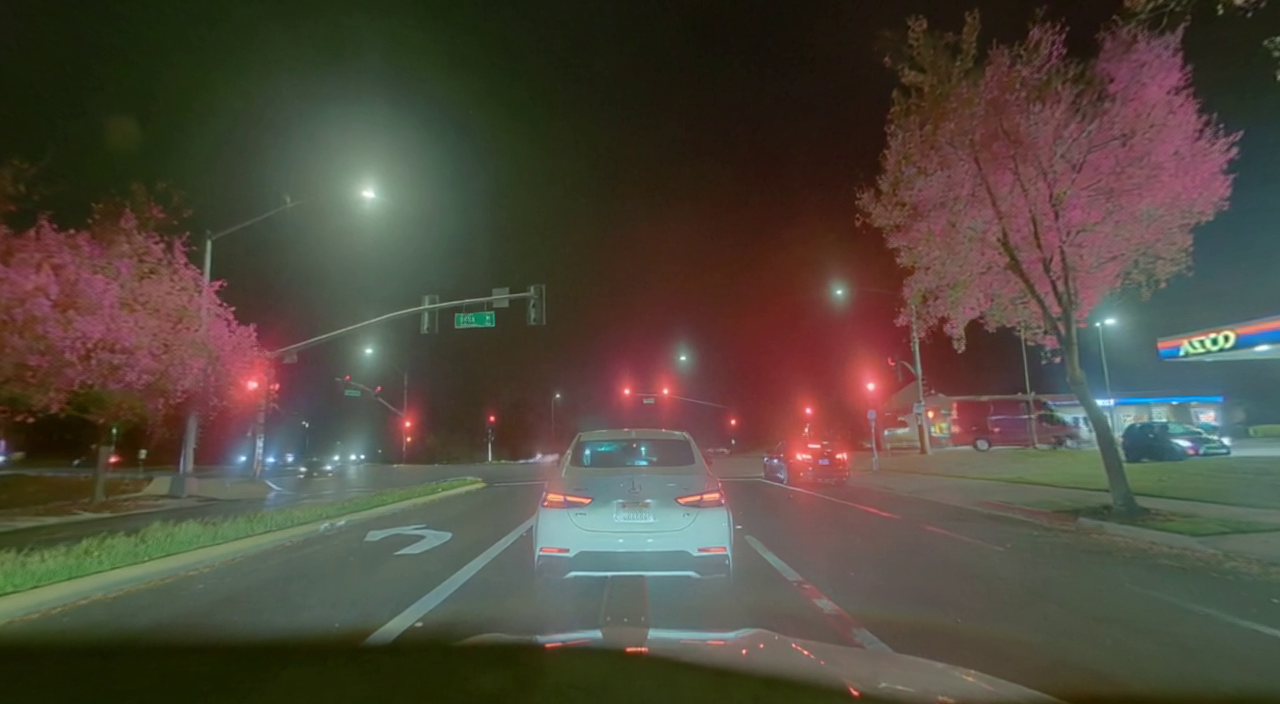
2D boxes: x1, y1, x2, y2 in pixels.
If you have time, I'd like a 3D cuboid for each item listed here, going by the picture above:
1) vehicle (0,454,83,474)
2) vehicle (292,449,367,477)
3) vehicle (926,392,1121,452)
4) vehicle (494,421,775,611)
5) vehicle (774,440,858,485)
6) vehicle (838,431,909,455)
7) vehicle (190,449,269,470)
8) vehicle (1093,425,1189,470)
[{"bbox_3d":[-44.295,8.275,46.635,4.511,1.407,1.764,-1,-8,4],"label":"vehicle"},{"bbox_3d":[-18.375,6.512,37.200,4.609,1.465,1.944,-6,-10,36],"label":"vehicle"},{"bbox_3d":[26.049,4.899,43.397,10.890,3.868,3.021,-1,-8,7],"label":"vehicle"},{"bbox_3d":[-0.062,1.598,7.081,2.213,1.482,4.057,0,-8,-1],"label":"vehicle"},{"bbox_3d":[6.526,4.129,23.937,1.942,1.511,4.390,0,-8,0],"label":"vehicle"},{"bbox_3d":[18.113,7.057,49.034,4.656,1.605,1.942,-3,-8,4],"label":"vehicle"},{"bbox_3d":[-29.454,7.724,45.303,4.466,1.438,1.837,-1,-8,5],"label":"vehicle"},{"bbox_3d":[18.570,3.506,23.289,4.300,1.495,2.053,8,-12,-43],"label":"vehicle"}]
